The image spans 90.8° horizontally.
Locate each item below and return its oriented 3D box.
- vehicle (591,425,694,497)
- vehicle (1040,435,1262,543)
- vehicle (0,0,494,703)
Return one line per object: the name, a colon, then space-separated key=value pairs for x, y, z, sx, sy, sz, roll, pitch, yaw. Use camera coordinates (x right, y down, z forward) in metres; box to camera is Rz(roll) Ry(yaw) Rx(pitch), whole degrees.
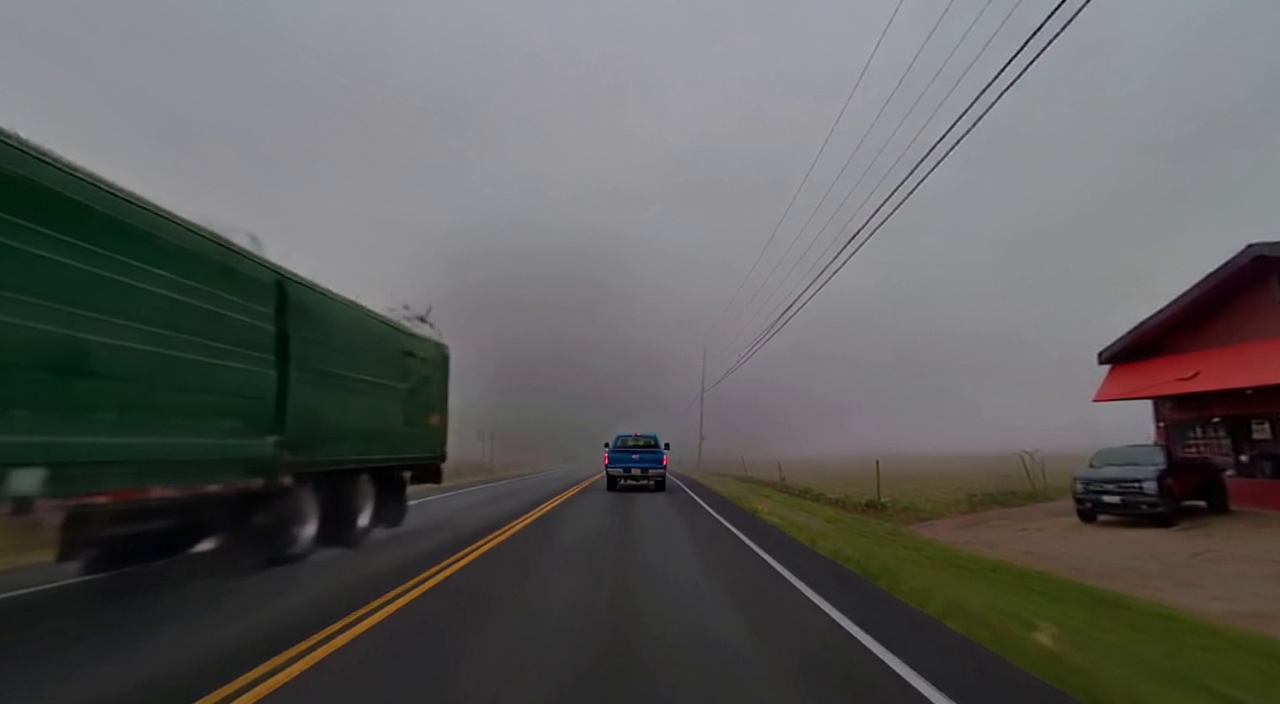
vehicle: x=0.035 y=3.686 z=21.848 sx=2.921 sy=2.031 sz=7.416 roll=0 pitch=-8 yaw=-1
vehicle: x=10.671 y=2.642 z=13.044 sx=5.304 sy=1.754 sz=2.340 roll=7 pitch=-11 yaw=-38
vehicle: x=-4.734 y=0.258 z=6.021 sx=2.882 sy=4.189 sz=15.975 roll=0 pitch=-8 yaw=0
